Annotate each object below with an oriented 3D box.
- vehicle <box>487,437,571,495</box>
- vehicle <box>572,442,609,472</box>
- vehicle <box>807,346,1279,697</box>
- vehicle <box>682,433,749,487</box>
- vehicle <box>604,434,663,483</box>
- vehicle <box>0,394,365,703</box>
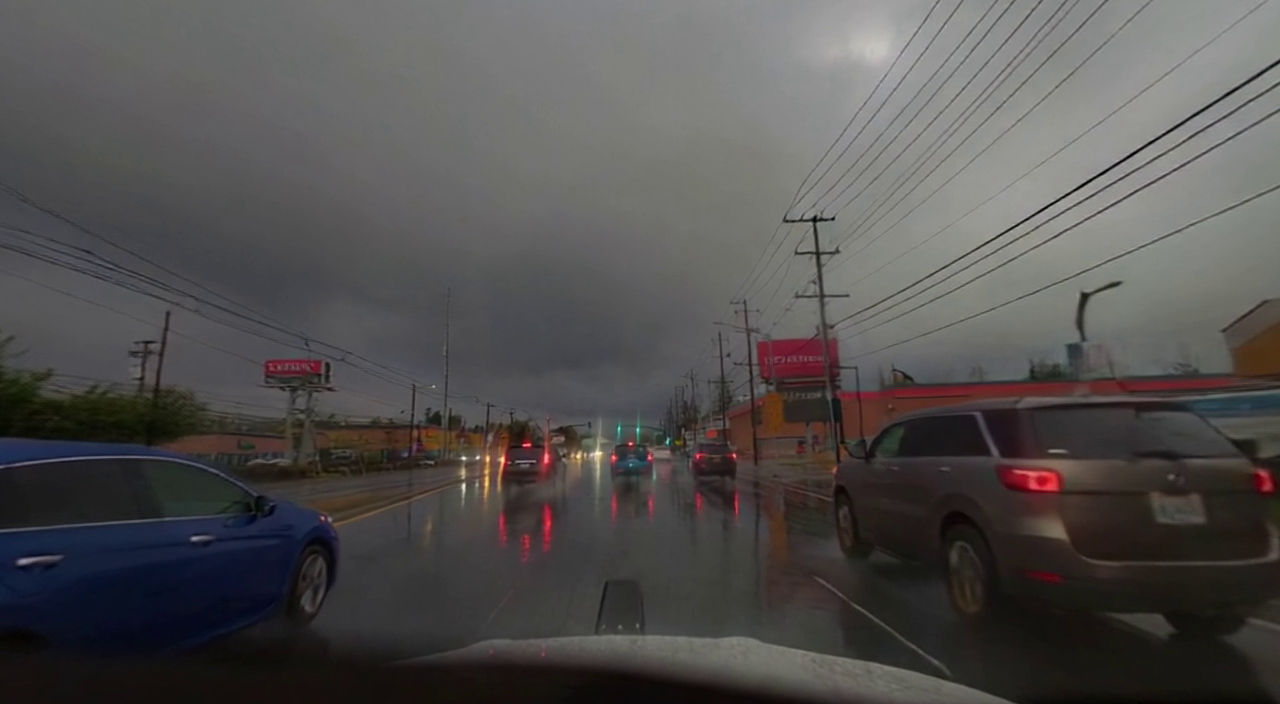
[{"bbox_3d":[-3.511,3.660,20.692,2.051,1.671,3.861,0,-8,0],"label":"vehicle"},{"bbox_3d":[-3.576,7.660,46.594,2.405,2.009,5.909,0,-8,-1],"label":"vehicle"},{"bbox_3d":[3.429,1.257,5.962,2.282,1.897,4.915,0,-8,-1],"label":"vehicle"},{"bbox_3d":[2.885,4.214,24.984,2.026,1.904,4.102,0,-8,-1],"label":"vehicle"},{"bbox_3d":[-0.316,4.574,27.405,2.326,1.925,4.253,0,-8,-1],"label":"vehicle"},{"bbox_3d":[-3.246,1.005,2.867,2.022,1.498,4.471,0,-8,-1],"label":"vehicle"}]
